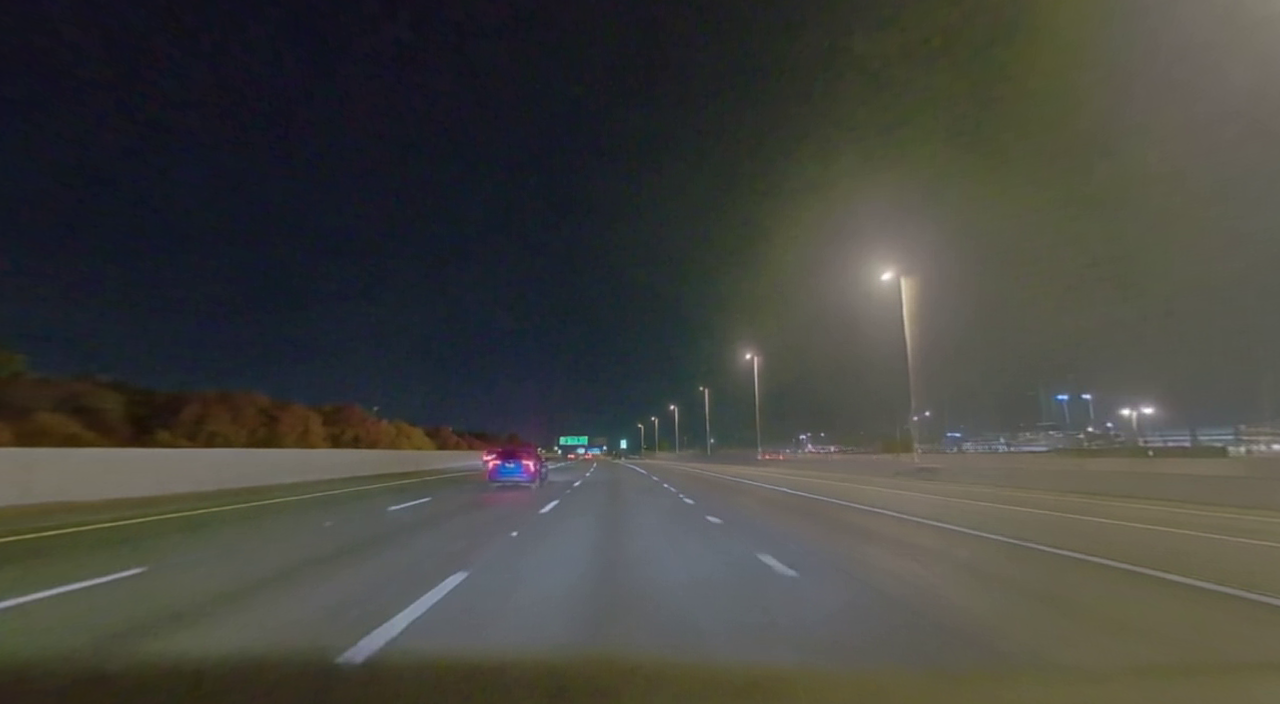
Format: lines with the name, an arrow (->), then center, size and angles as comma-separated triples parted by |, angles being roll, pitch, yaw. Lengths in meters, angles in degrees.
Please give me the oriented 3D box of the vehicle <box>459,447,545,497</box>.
vehicle -> -4.569, 4.036, 21.605 | 2.050, 1.507, 4.316 | 0, -9, -1
